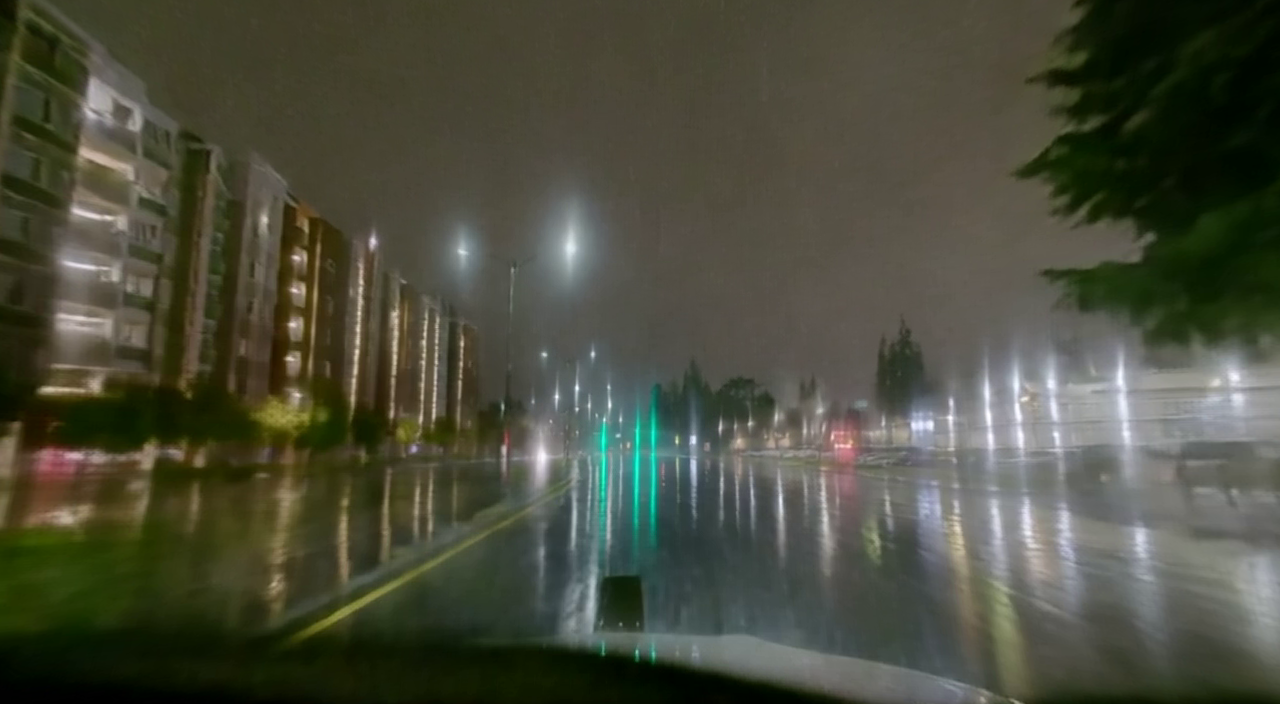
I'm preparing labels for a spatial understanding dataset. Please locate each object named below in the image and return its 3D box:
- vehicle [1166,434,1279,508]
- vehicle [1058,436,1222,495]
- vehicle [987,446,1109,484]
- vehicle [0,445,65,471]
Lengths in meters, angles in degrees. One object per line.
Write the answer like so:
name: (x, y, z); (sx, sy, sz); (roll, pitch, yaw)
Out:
vehicle: (15.659, 2.819, 15.050); (2.006, 1.683, 4.643); (0, -9, -4)
vehicle: (16.094, 3.666, 20.728); (1.950, 1.704, 4.518); (-1, -9, 5)
vehicle: (17.124, 4.695, 26.566); (4.112, 1.474, 2.112); (3, -9, -20)
vehicle: (-37.040, 6.220, 37.141); (4.369, 1.465, 1.900); (1, -9, -5)
